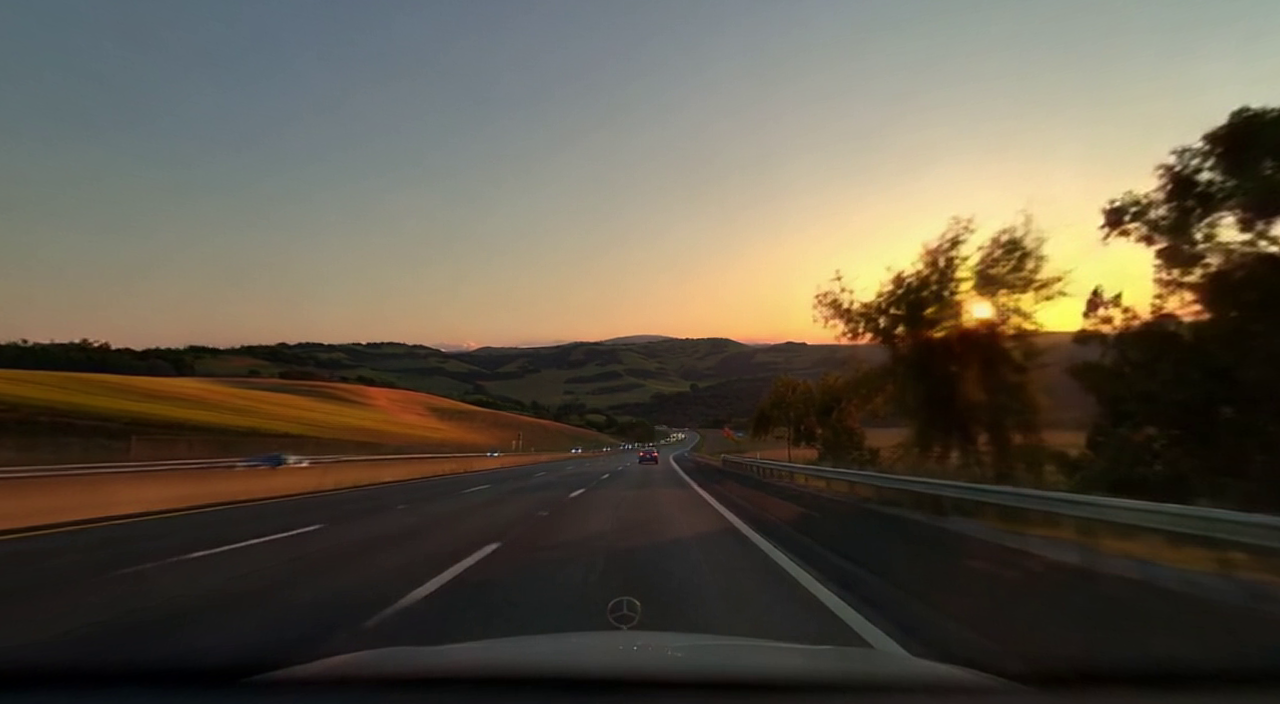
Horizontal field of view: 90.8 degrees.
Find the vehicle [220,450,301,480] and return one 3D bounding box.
[{"bbox_3d":[-20.460,6.088,34.215,1.785,1.476,4.034,0,-9,1],"label":"vehicle"}]
